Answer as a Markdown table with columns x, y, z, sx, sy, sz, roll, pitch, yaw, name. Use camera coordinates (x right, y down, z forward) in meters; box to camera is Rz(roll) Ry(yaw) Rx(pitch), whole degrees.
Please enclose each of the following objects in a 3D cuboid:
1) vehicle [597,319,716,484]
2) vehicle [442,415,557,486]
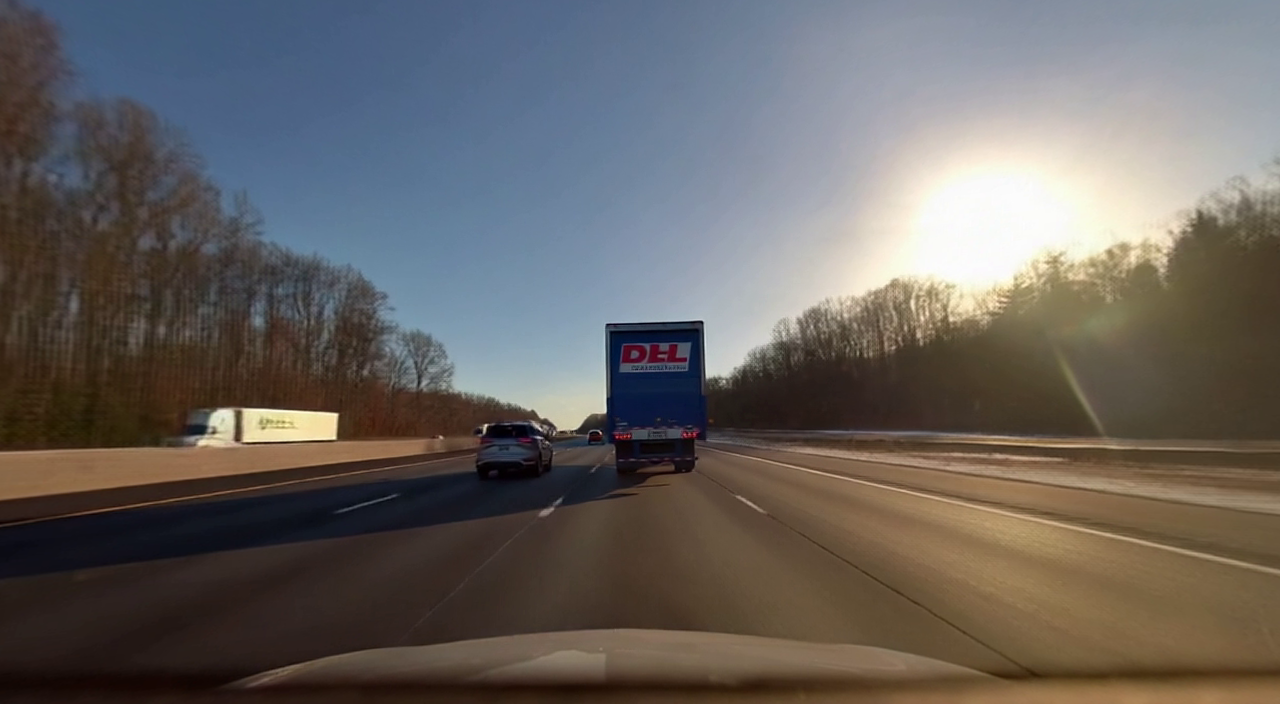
| x | y | z | sx | sy | sz | roll | pitch | yaw | name |
| --- | --- | --- | --- | --- | --- | --- | --- | --- | --- |
| 0.271 | 1.823 | 20.479 | 3.011 | 4.211 | 8.926 | 0 | -8 | -2 | vehicle |
| -3.949 | 2.867 | 18.738 | 2.394 | 1.787 | 5.186 | 0 | -8 | -2 | vehicle |
